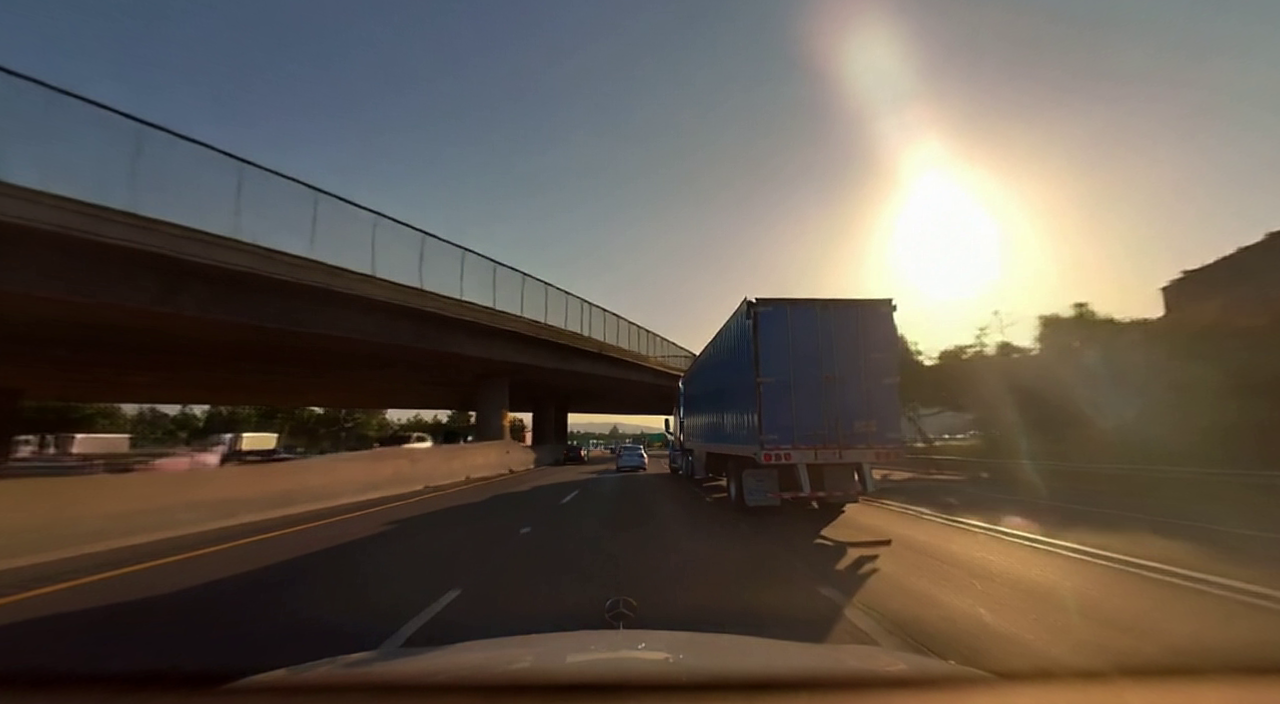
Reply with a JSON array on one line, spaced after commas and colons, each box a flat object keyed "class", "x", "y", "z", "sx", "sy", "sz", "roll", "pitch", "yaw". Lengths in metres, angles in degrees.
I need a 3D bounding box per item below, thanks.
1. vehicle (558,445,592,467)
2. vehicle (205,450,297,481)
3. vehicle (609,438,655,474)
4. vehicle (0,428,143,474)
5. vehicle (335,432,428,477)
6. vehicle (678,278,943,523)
[{"class": "vehicle", "x": -4.594, "y": 7.385, "z": 45.098, "sx": 1.995, "sy": 1.491, "sz": 4.317, "roll": 0, "pitch": -9, "yaw": 0}, {"class": "vehicle", "x": -20.378, "y": 5.930, "z": 33.332, "sx": 1.867, "sy": 1.496, "sz": 4.627, "roll": 0, "pitch": -9, "yaw": 0}, {"class": "vehicle", "x": -0.412, "y": 5.245, "z": 32.083, "sx": 2.191, "sy": 1.685, "sz": 4.015, "roll": 0, "pitch": -9, "yaw": 0}, {"class": "vehicle", "x": -40.305, "y": 6.980, "z": 44.583, "sx": 7.735, "sy": 2.972, "sz": 2.679, "roll": 5, "pitch": -10, "yaw": -31}, {"class": "vehicle", "x": -13.314, "y": 5.363, "z": 33.109, "sx": 2.323, "sy": 2.123, "sz": 5.905, "roll": 0, "pitch": -9, "yaw": 0}, {"class": "vehicle", "x": 3.287, "y": 1.964, "z": 18.556, "sx": 2.996, "sy": 4.123, "sz": 15.965, "roll": 0, "pitch": -9, "yaw": -1}]
